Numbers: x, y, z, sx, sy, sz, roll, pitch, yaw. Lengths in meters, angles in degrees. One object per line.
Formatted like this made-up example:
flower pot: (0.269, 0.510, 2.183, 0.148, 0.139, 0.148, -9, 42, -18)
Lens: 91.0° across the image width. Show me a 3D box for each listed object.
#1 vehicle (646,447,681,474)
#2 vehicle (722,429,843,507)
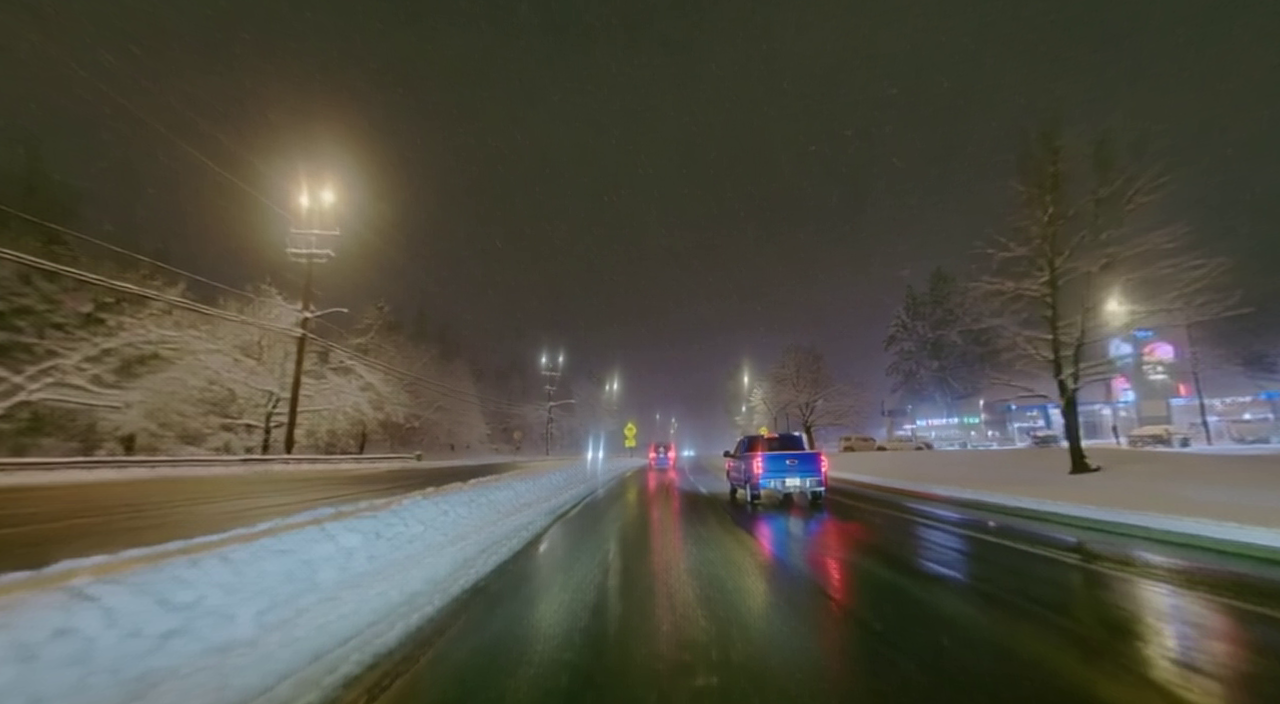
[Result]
vehicle: (1.430, 6.449, 37.705, 1.968, 1.521, 4.262, 0, -9, 2)
vehicle: (3.948, 3.354, 18.725, 2.367, 1.919, 5.651, 1, -9, 1)
